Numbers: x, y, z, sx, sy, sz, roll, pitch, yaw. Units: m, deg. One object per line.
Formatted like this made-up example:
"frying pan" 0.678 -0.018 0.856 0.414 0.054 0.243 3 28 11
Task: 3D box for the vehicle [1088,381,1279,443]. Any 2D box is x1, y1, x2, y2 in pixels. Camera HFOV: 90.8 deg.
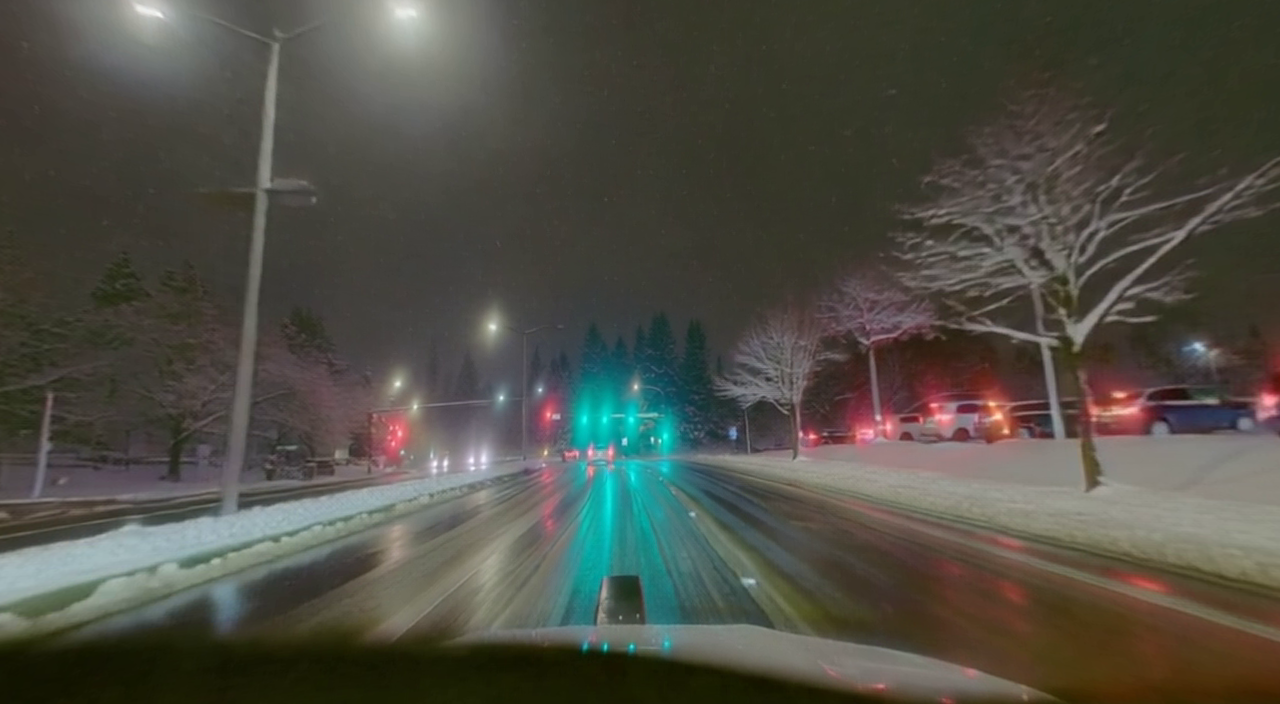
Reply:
"vehicle" 15.614 1.726 17.632 4.527 1.620 2.120 -1 -8 3

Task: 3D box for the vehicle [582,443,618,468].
"vehicle" -2.893 7.201 44.326 2.197 1.642 4.312 1 -8 -8

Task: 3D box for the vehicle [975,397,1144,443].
"vehicle" 15.152 2.511 22.996 4.742 1.602 1.999 0 -8 -2
